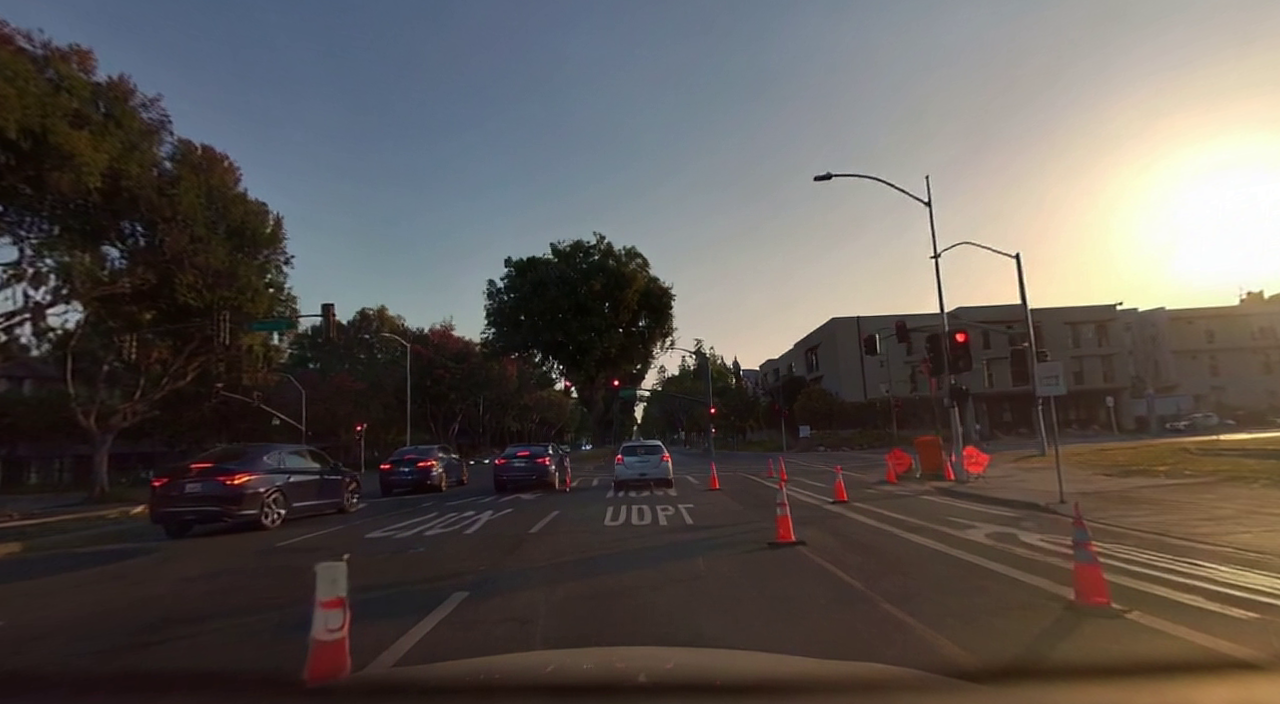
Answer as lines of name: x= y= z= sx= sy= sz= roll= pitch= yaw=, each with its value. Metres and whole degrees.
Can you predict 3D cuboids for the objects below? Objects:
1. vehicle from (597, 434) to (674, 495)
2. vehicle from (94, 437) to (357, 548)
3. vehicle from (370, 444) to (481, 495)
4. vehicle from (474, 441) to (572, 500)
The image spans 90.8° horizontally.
vehicle: x=-0.128 y=3.180 z=18.231 sx=1.985 sy=1.521 sz=3.968 roll=0 pitch=-8 yaw=0
vehicle: x=-6.876 y=2.325 z=11.160 sx=1.869 sy=1.570 sz=4.064 roll=0 pitch=-8 yaw=0
vehicle: x=-6.761 y=3.733 z=20.476 sx=2.074 sy=1.447 sz=4.224 roll=0 pitch=-8 yaw=1
vehicle: x=-3.153 y=3.267 z=17.900 sx=1.946 sy=1.437 sz=4.154 roll=0 pitch=-8 yaw=1
